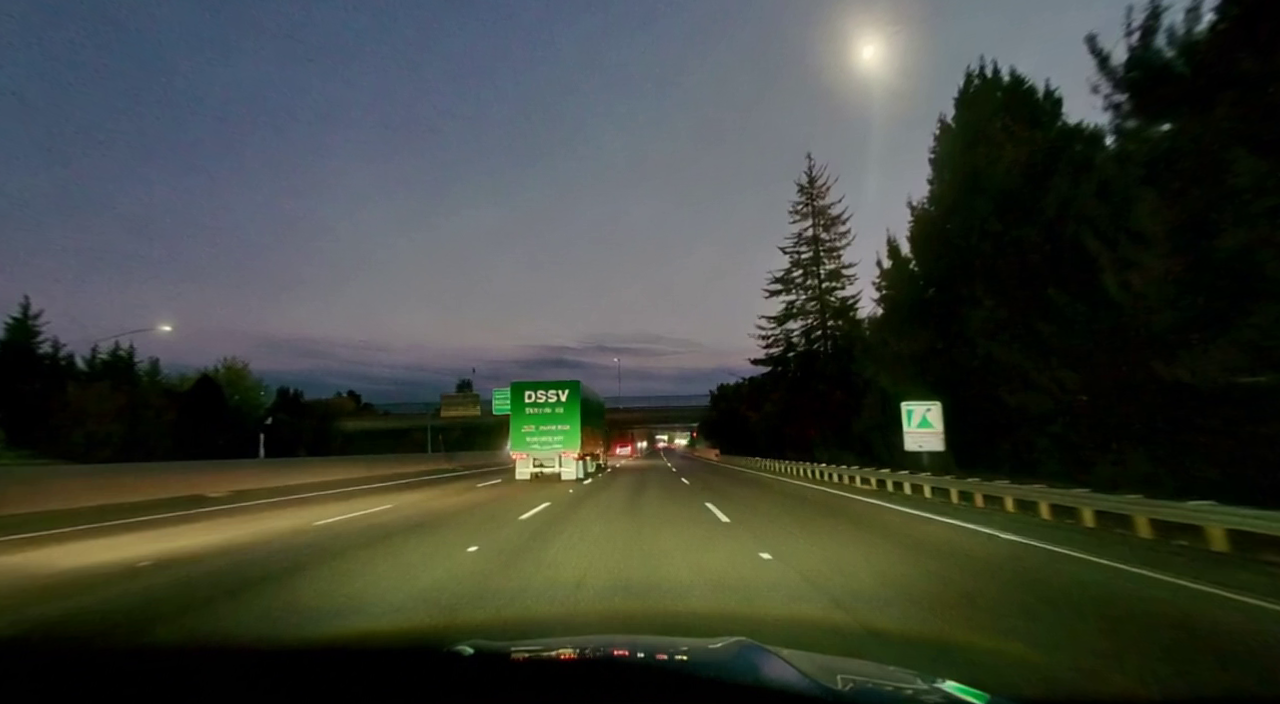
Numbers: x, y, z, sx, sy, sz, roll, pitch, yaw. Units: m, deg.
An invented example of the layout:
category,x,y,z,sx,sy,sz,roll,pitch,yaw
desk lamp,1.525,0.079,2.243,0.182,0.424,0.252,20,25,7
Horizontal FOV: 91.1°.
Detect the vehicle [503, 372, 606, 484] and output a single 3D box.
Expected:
category,x,y,z,sx,sy,sz,roll,pitch,yaw
vehicle,-3.434,3.703,29.169,3.025,4.002,12.709,0,-9,0
